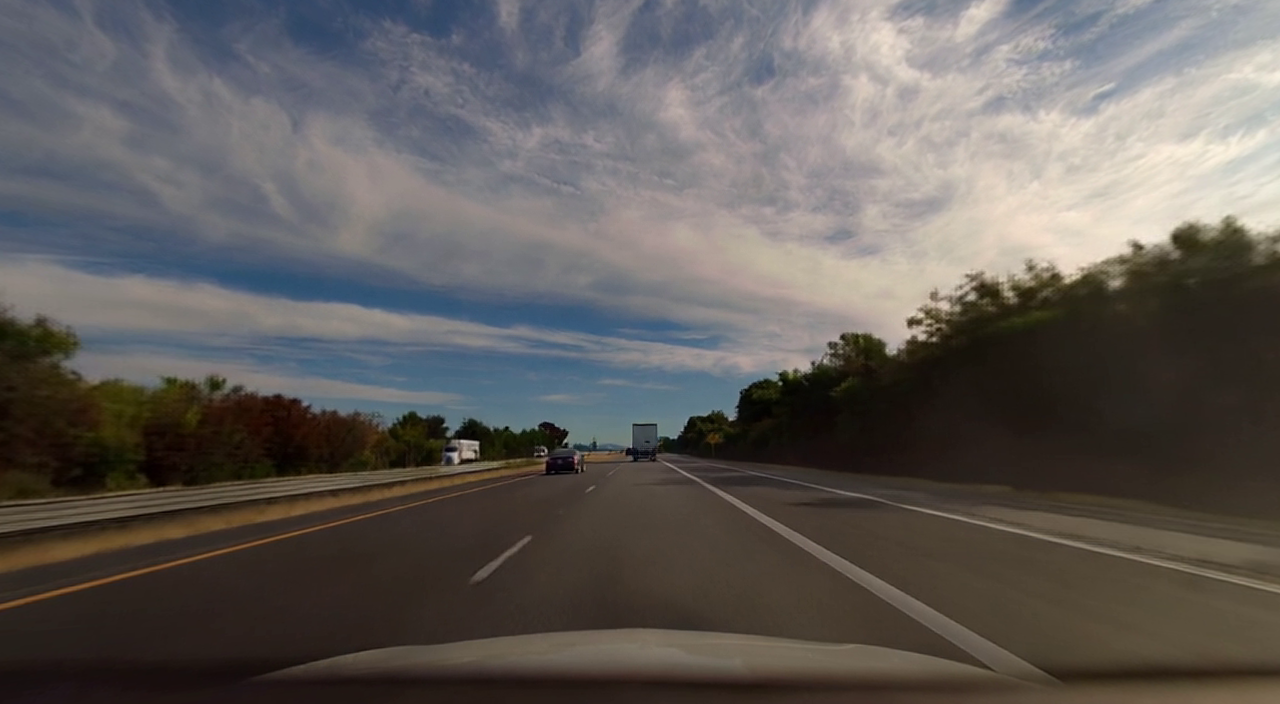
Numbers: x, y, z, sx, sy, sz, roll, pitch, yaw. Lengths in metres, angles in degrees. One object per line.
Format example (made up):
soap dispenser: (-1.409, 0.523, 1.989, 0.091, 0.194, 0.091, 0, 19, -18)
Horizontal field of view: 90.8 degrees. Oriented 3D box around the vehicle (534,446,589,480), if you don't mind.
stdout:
vehicle: (-3.512, 5.040, 28.867, 1.955, 1.438, 4.100, -1, -9, 1)
